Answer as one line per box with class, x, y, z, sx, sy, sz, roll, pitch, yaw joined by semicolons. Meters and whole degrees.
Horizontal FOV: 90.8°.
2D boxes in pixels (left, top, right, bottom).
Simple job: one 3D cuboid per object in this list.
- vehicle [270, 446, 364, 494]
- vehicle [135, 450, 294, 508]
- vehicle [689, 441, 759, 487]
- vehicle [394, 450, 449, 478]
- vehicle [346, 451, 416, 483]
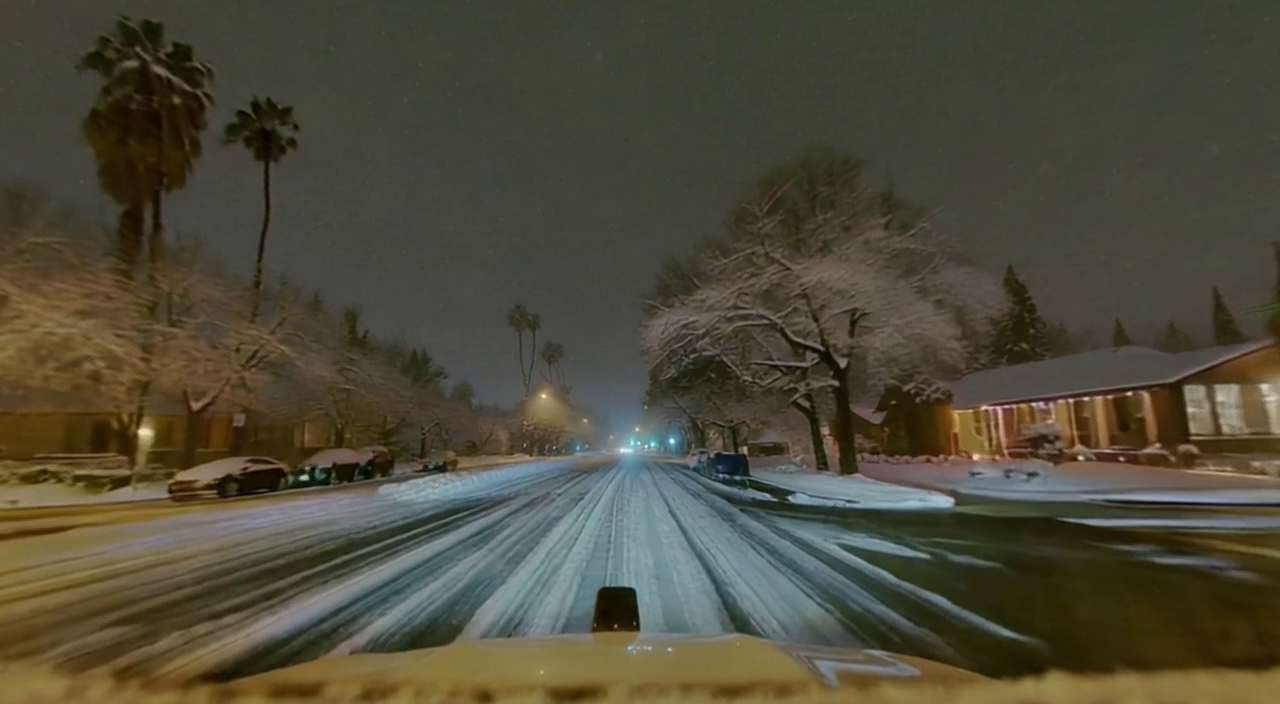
vehicle;-13.693;4.975;27.111;1.844;1.764;4.183;-1;-7;0
vehicle;-13.600;4.028;20.595;2.131;1.492;4.310;-1;-7;2
vehicle;3.435;4.684;26.833;2.221;1.718;5.192;0;-9;0
vehicle;-13.722;7.045;39.975;1.899;1.474;4.529;-1;-7;-1
vehicle;-13.753;6.095;33.794;1.921;1.498;4.460;0;-7;-1
